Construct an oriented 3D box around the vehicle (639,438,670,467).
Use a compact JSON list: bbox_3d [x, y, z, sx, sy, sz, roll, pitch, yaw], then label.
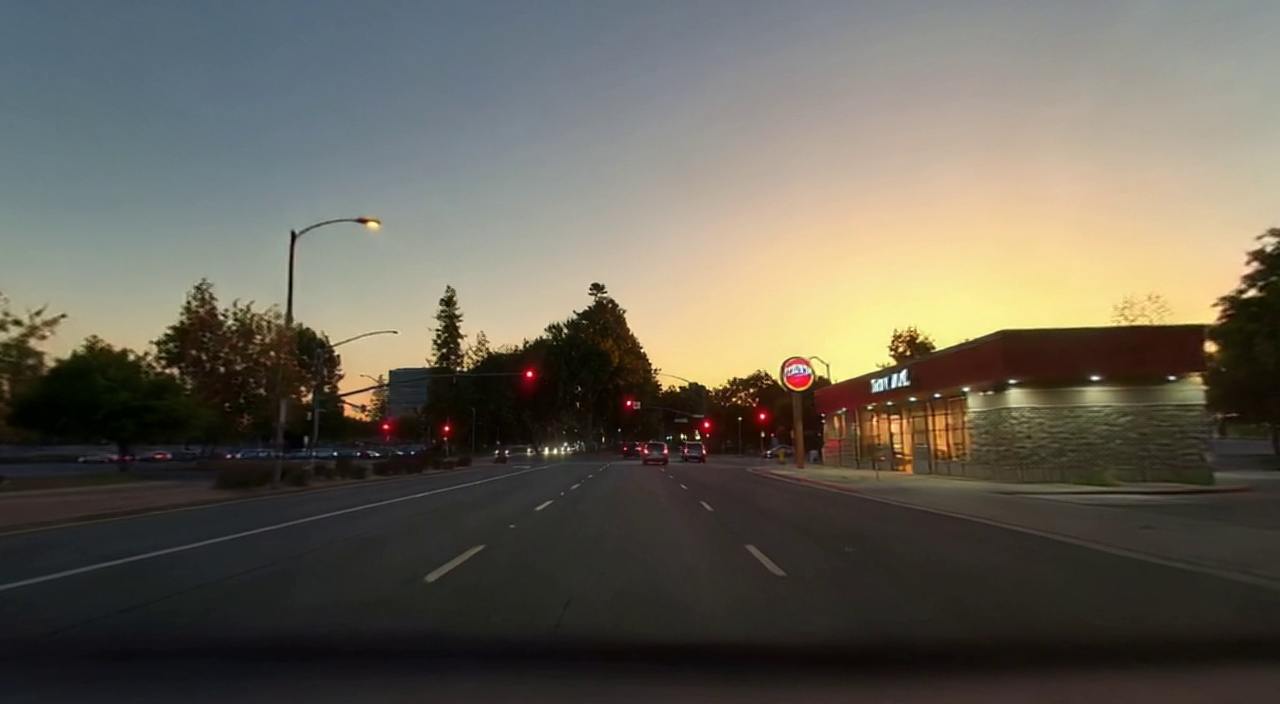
[{"bbox_3d":[1.095,7.173,45.136,2.096,1.961,4.259,0,-9,2],"label":"vehicle"}]
